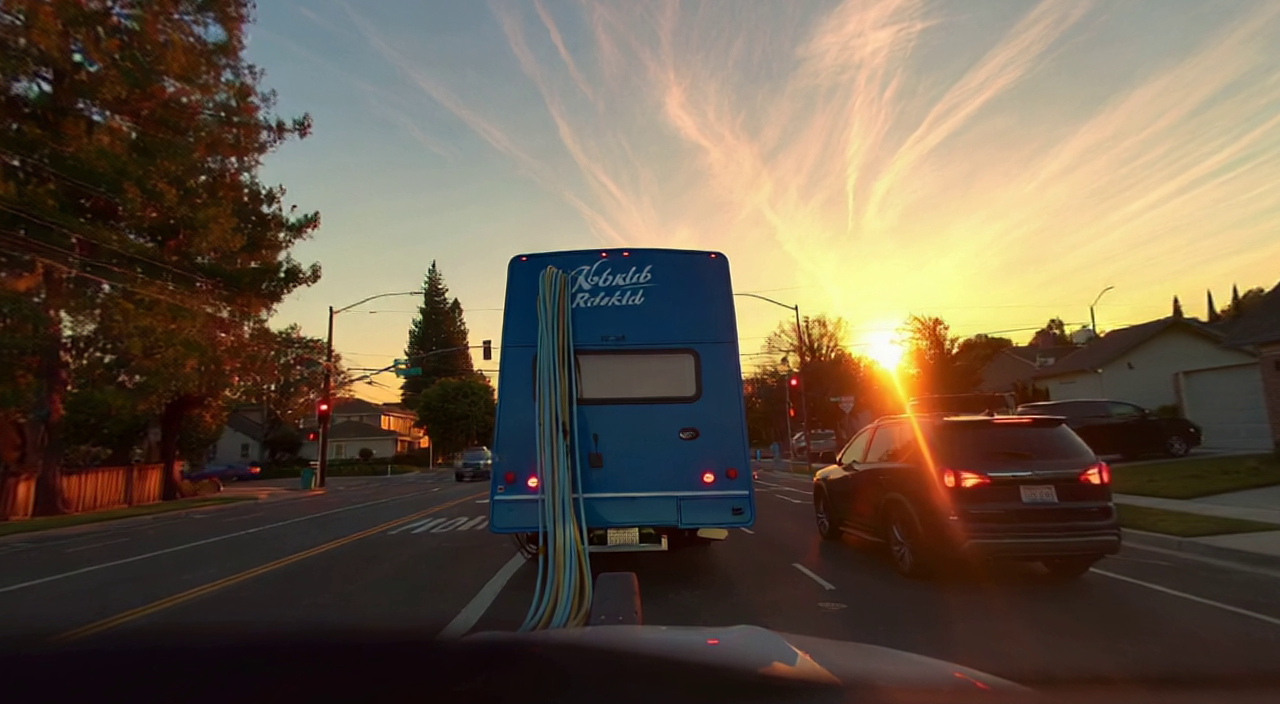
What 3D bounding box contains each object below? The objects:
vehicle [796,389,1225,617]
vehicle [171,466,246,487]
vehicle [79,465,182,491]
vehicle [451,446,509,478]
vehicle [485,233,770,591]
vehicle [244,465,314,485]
[{"bbox_3d":[3.409,1.489,7.136,2.104,1.735,4.408,0,-9,0],"label":"vehicle"},{"bbox_3d":[-32.697,9.409,47.957,4.311,1.458,1.707,0,-9,-2],"label":"vehicle"},{"bbox_3d":[-33.442,8.262,41.555,4.954,1.506,2.014,0,-9,-2],"label":"vehicle"},{"bbox_3d":[-9.076,6.273,36.328,2.110,1.713,4.449,0,-9,1],"label":"vehicle"},{"bbox_3d":[-0.117,1.128,10.308,2.709,3.511,8.213,0,-9,0],"label":"vehicle"},{"bbox_3d":[-27.435,9.362,48.125,4.187,1.445,1.809,0,-9,0],"label":"vehicle"}]
